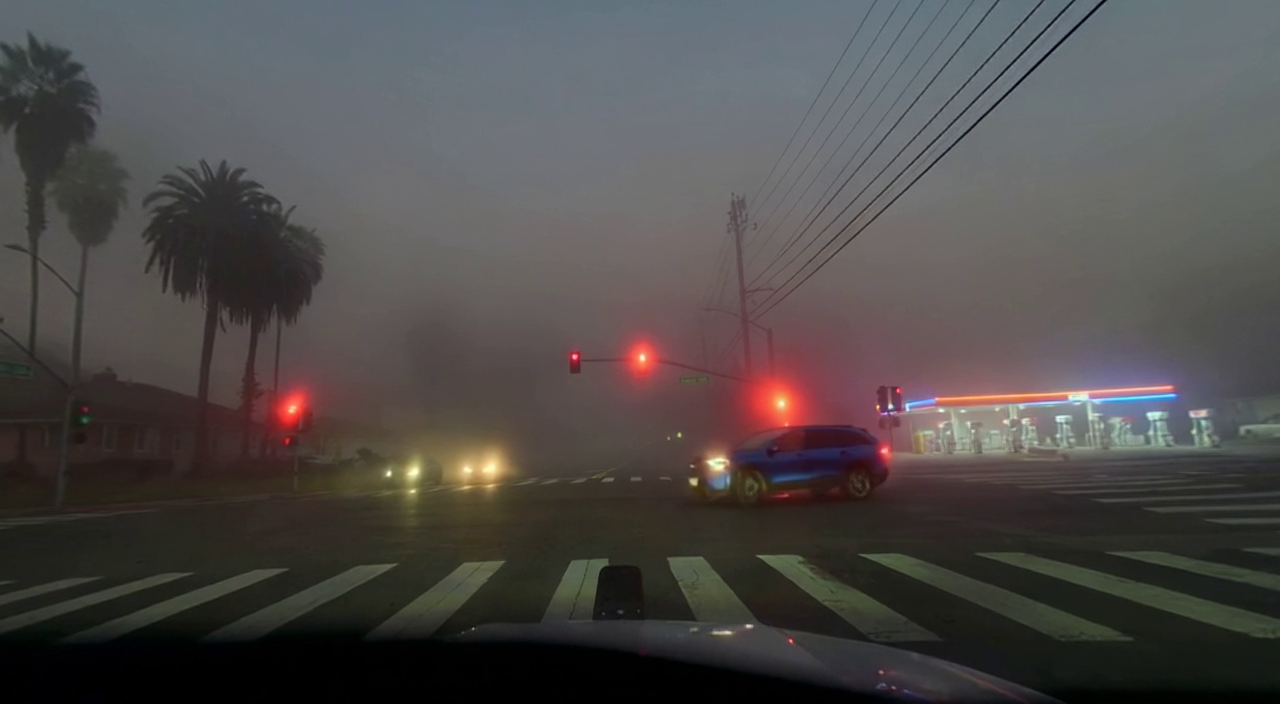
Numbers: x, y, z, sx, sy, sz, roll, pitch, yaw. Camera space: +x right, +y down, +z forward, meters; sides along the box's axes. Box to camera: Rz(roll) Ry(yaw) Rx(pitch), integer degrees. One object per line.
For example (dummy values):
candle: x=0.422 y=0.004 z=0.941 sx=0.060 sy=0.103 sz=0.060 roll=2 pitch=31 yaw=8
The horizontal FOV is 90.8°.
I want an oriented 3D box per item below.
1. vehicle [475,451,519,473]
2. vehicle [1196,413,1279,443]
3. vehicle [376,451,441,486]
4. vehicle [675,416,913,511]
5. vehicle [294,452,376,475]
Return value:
vehicle: x=-9.921 y=7.656 z=44.148 sx=2.085 sy=1.451 sz=4.311 roll=0 pitch=-9 yaw=0
vehicle: x=38.297 y=4.795 z=39.969 sx=4.488 sy=1.447 sz=1.765 roll=-5 pitch=-8 yaw=-1
vehicle: x=-13.051 y=6.556 z=35.945 sx=2.009 sy=1.777 sz=4.559 roll=0 pitch=-9 yaw=-1
vehicle: x=3.496 y=2.439 z=14.253 sx=5.086 sy=1.817 sz=1.952 roll=4 pitch=-10 yaw=-26
vehicle: x=-20.950 y=7.678 z=43.511 sx=4.672 sy=1.469 sz=1.816 roll=-1 pitch=-9 yaw=-2
